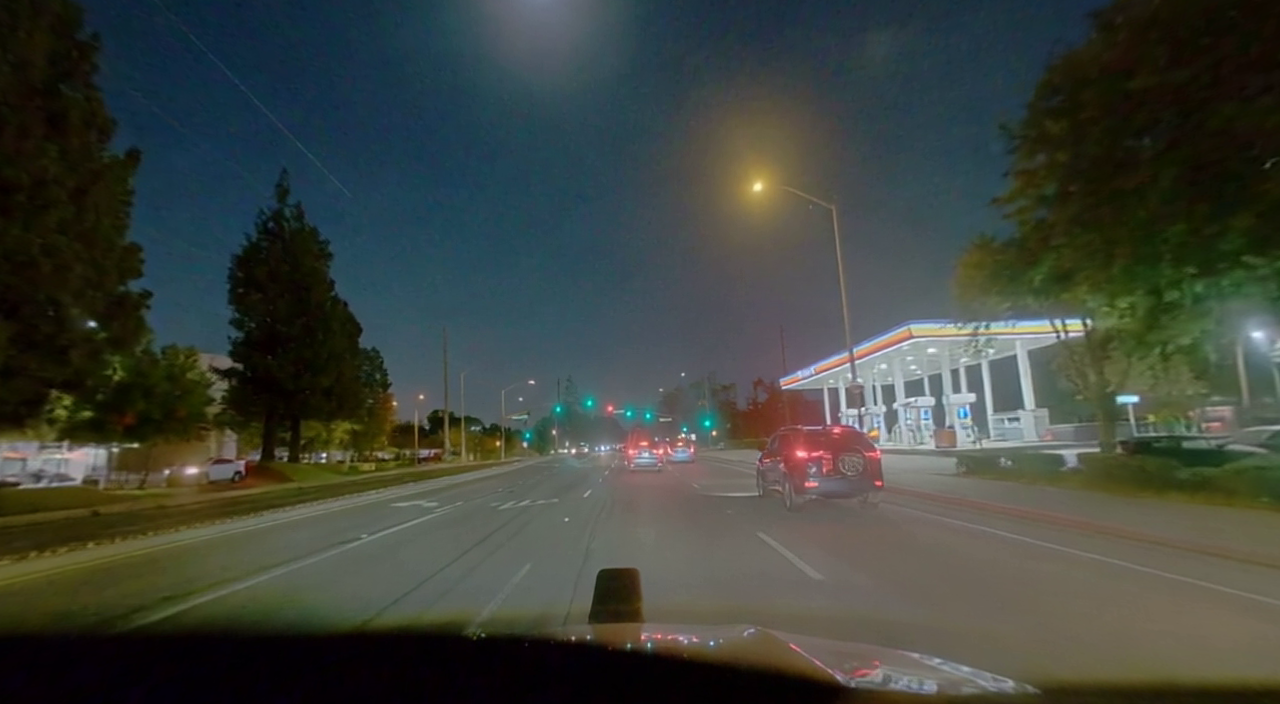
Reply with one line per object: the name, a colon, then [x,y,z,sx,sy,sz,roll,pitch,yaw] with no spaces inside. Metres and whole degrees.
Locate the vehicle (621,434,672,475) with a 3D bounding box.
vehicle: [0.205,4.652,28.764,2.164,1.718,3.881,0,-8,-2]

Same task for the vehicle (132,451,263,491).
vehicle: [-24.332,6.498,35.032,2.100,1.937,5.517,-4,-9,26]

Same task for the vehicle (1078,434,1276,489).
vehicle: [15.762,3.215,18.734,4.165,1.517,1.795,0,-9,0]

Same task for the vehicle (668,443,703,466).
vehicle: [2.814,6.485,40.078,1.822,1.331,3.583,0,-9,-2]

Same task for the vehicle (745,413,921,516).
vehicle: [3.818,2.355,13.655,2.116,1.791,5.006,0,-8,-1]
